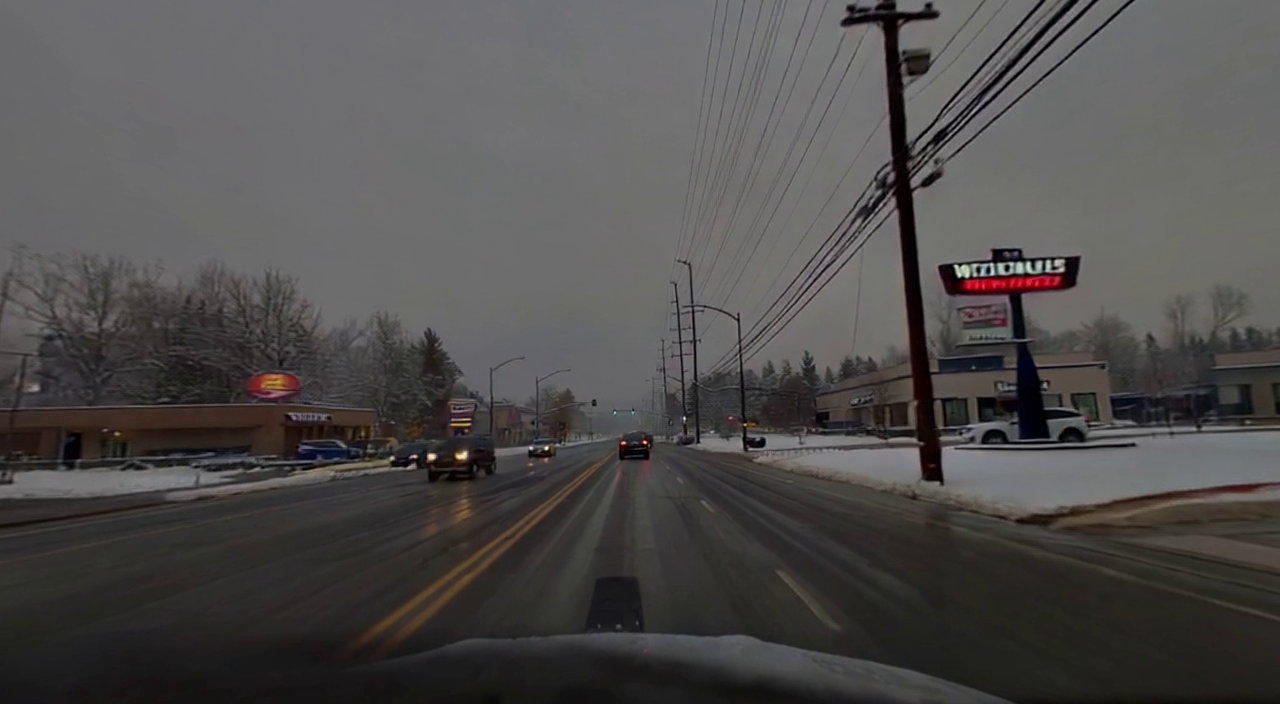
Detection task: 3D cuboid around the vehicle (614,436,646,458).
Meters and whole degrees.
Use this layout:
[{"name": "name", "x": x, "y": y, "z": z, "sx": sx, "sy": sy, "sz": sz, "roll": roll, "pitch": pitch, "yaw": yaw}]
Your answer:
[{"name": "vehicle", "x": -0.684, "y": 6.551, "z": 43.704, "sx": 2.097, "sy": 1.472, "sz": 4.544, "roll": 0, "pitch": -8, "yaw": 0}]

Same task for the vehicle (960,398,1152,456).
[{"name": "vehicle", "x": 13.537, "y": 2.483, "z": 20.812, "sx": 4.836, "sy": 1.750, "sz": 2.079, "roll": -1, "pitch": -8, "yaw": -1}]

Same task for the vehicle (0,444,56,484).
[{"name": "vehicle", "x": -27.726, "y": 4.895, "z": 27.996, "sx": 2.002, "sy": 1.592, "sz": 4.739, "roll": 6, "pitch": -10, "yaw": -36}]

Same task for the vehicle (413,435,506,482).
[{"name": "vehicle", "x": -6.373, "y": 3.801, "z": 22.934, "sx": 1.987, "sy": 1.515, "sz": 4.789, "roll": 0, "pitch": -8, "yaw": 0}]
